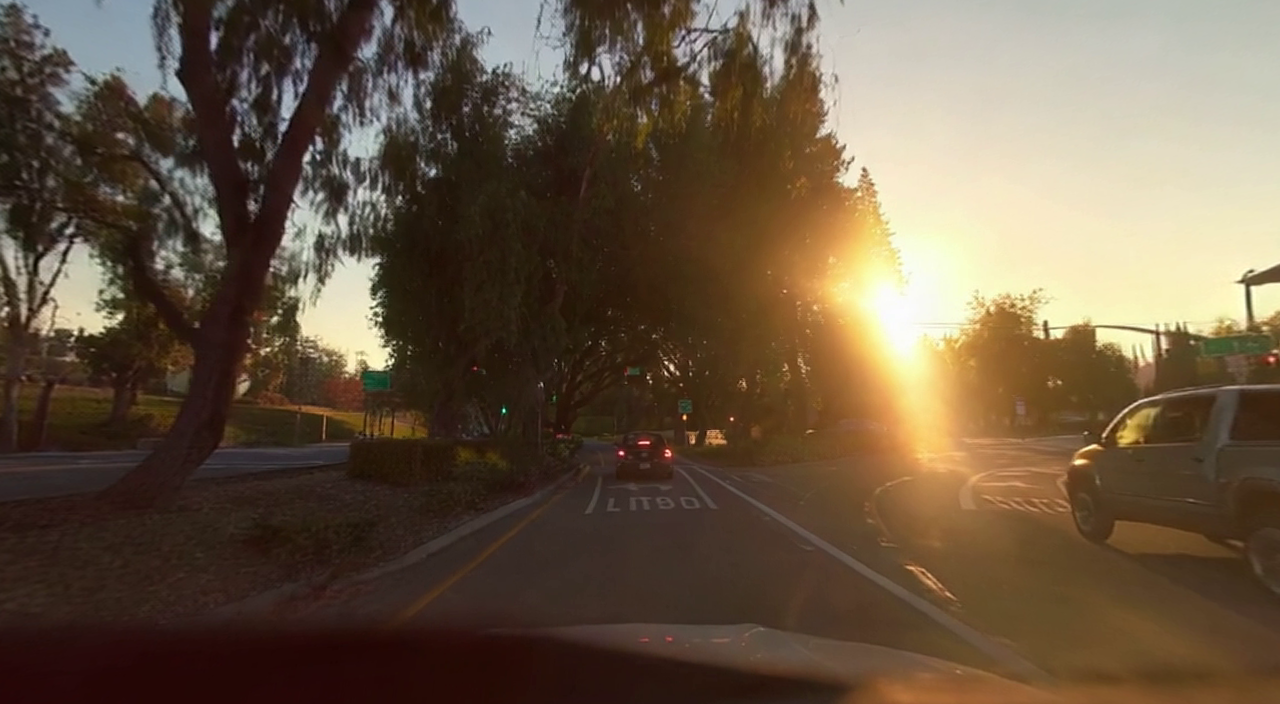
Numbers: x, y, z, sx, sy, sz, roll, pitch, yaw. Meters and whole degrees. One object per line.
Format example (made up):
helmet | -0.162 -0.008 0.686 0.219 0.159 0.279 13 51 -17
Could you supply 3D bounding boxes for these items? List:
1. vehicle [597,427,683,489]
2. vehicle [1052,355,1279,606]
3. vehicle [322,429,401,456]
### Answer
vehicle | -0.001 2.880 17.447 2.056 1.473 4.380 0 -8 0
vehicle | 6.185 1.163 6.015 2.084 1.870 5.068 -2 -9 13
vehicle | -17.757 5.785 40.369 4.200 1.639 1.844 -1 -8 1
